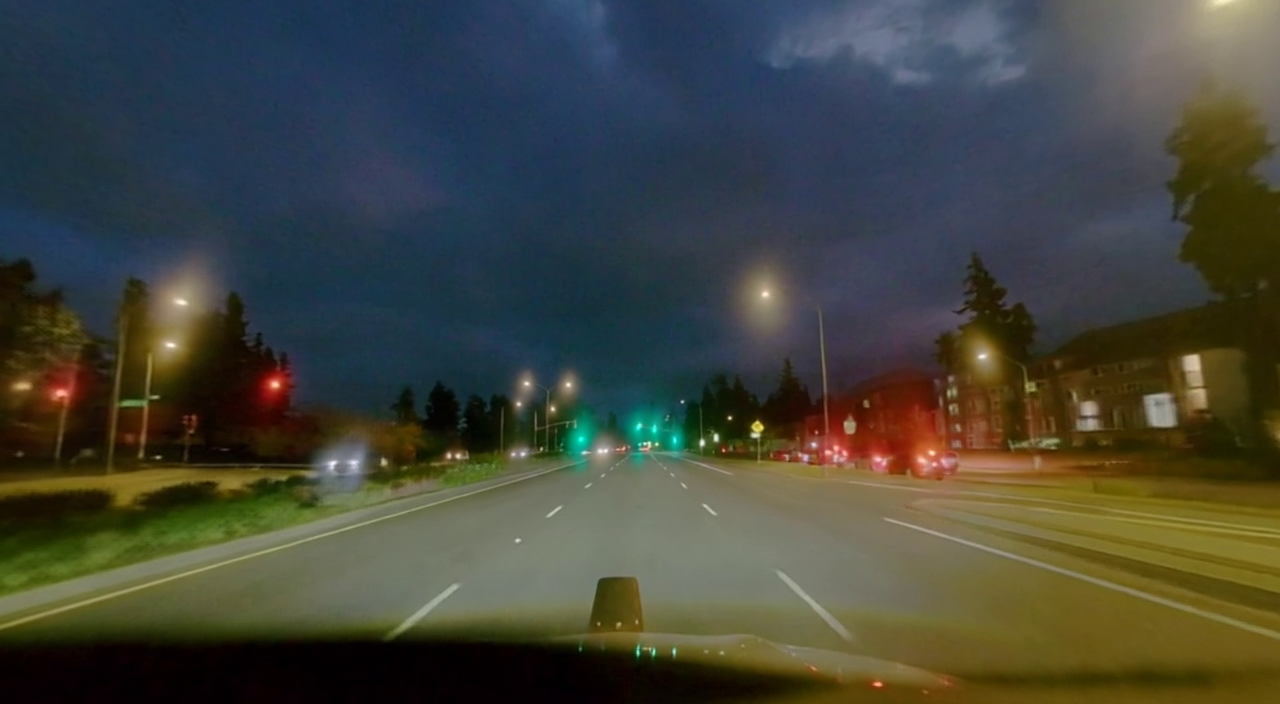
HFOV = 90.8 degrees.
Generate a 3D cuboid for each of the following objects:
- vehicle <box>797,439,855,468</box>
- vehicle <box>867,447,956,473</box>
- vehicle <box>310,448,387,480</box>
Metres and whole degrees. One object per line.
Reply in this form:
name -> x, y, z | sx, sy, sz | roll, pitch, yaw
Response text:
vehicle -> 13.258, 7.271, 45.427 | 2.047, 1.950, 5.112 | 1, -9, -8
vehicle -> 16.069, 6.363, 37.610 | 1.826, 1.420, 4.533 | 5, -10, -32
vehicle -> -14.797, 5.681, 32.309 | 1.929, 1.506, 4.125 | 0, -8, 0
